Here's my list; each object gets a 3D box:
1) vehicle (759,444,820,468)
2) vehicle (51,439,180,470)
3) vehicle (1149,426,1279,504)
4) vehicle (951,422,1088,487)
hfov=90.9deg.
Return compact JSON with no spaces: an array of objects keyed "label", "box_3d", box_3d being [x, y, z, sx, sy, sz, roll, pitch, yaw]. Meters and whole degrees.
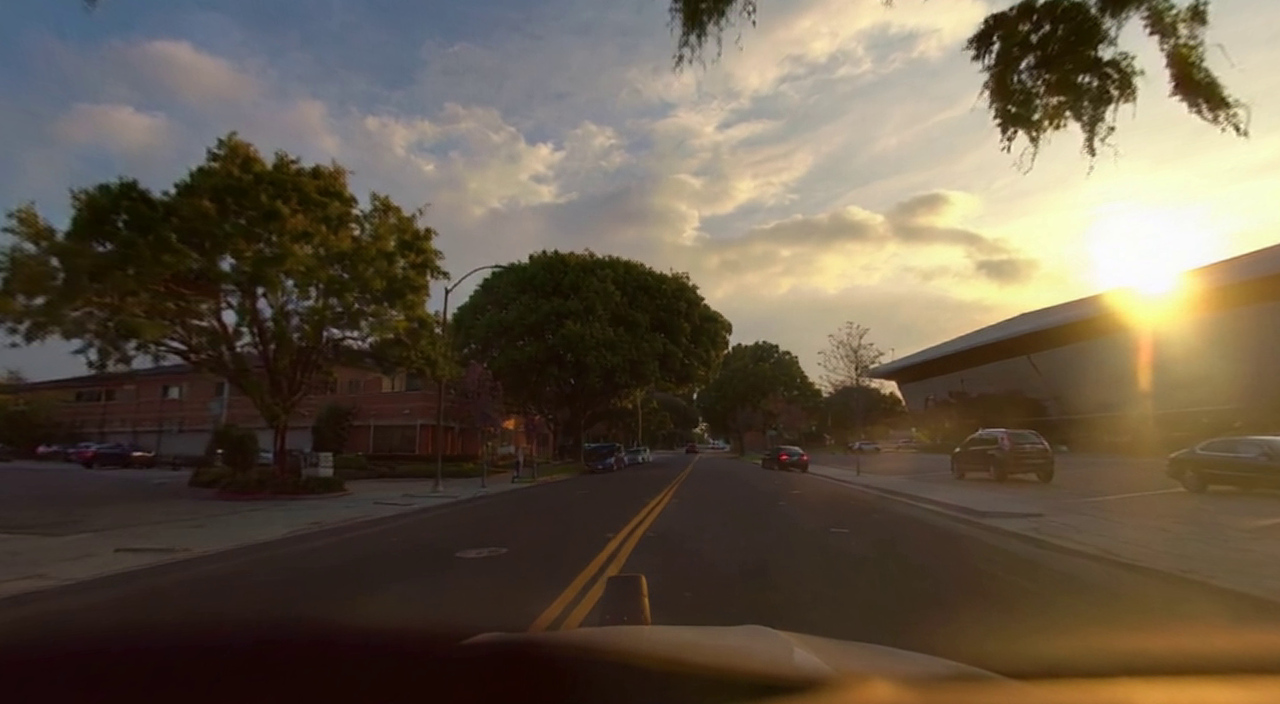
[{"label":"vehicle","box_3d":[11.399,7.909,48.065,4.277,1.740,2.097,-3,-9,20]},{"label":"vehicle","box_3d":[-28.567,5.569,34.504,4.814,1.609,2.197,2,-9,-13]},{"label":"vehicle","box_3d":[13.686,2.405,13.573,1.903,1.528,4.374,-1,-9,3]},{"label":"vehicle","box_3d":[12.079,3.316,20.504,2.018,1.840,4.662,-1,-9,7]}]
